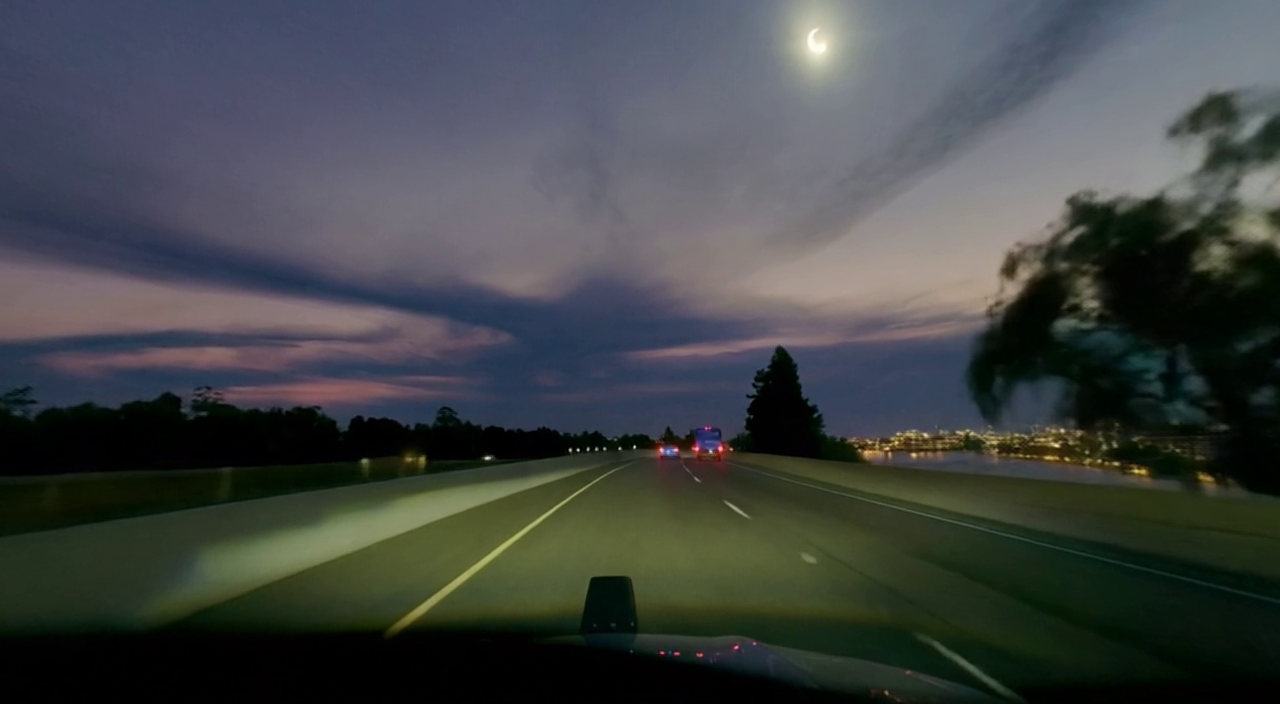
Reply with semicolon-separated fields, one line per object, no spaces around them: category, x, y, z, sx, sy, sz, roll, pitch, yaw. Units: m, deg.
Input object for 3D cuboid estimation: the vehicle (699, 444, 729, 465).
vehicle;5.748;7.986;49.252;2.030;1.526;4.165;0;-8;3
